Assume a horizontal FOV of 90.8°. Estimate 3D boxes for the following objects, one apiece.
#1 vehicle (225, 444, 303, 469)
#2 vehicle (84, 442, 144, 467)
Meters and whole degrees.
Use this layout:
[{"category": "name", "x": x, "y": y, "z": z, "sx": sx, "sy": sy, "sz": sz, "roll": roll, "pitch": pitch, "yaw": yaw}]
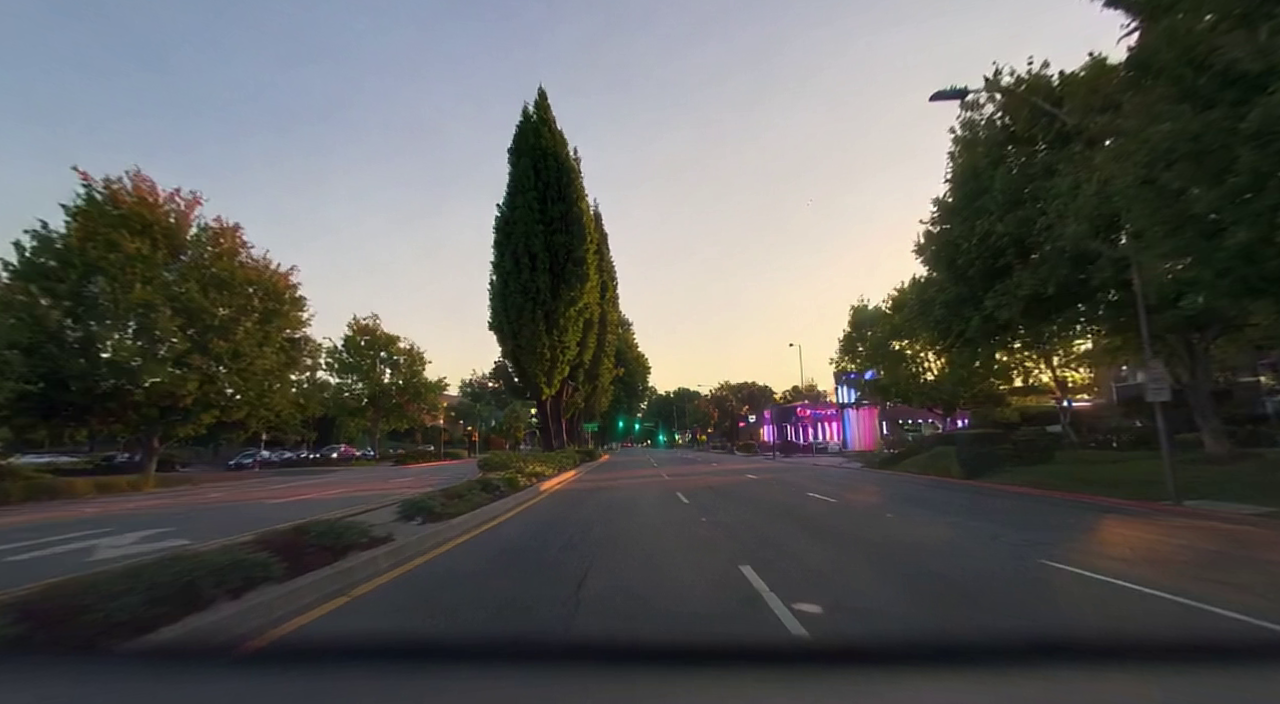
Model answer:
[{"category": "vehicle", "x": -28.434, "y": 7.922, "z": 47.987, "sx": 4.922, "sy": 1.511, "sz": 1.959, "roll": 1, "pitch": -8, "yaw": -27}, {"category": "vehicle", "x": -41.624, "y": 8.092, "z": 49.962, "sx": 4.997, "sy": 1.912, "sz": 2.111, "roll": -6, "pitch": -10, "yaw": 33}]
